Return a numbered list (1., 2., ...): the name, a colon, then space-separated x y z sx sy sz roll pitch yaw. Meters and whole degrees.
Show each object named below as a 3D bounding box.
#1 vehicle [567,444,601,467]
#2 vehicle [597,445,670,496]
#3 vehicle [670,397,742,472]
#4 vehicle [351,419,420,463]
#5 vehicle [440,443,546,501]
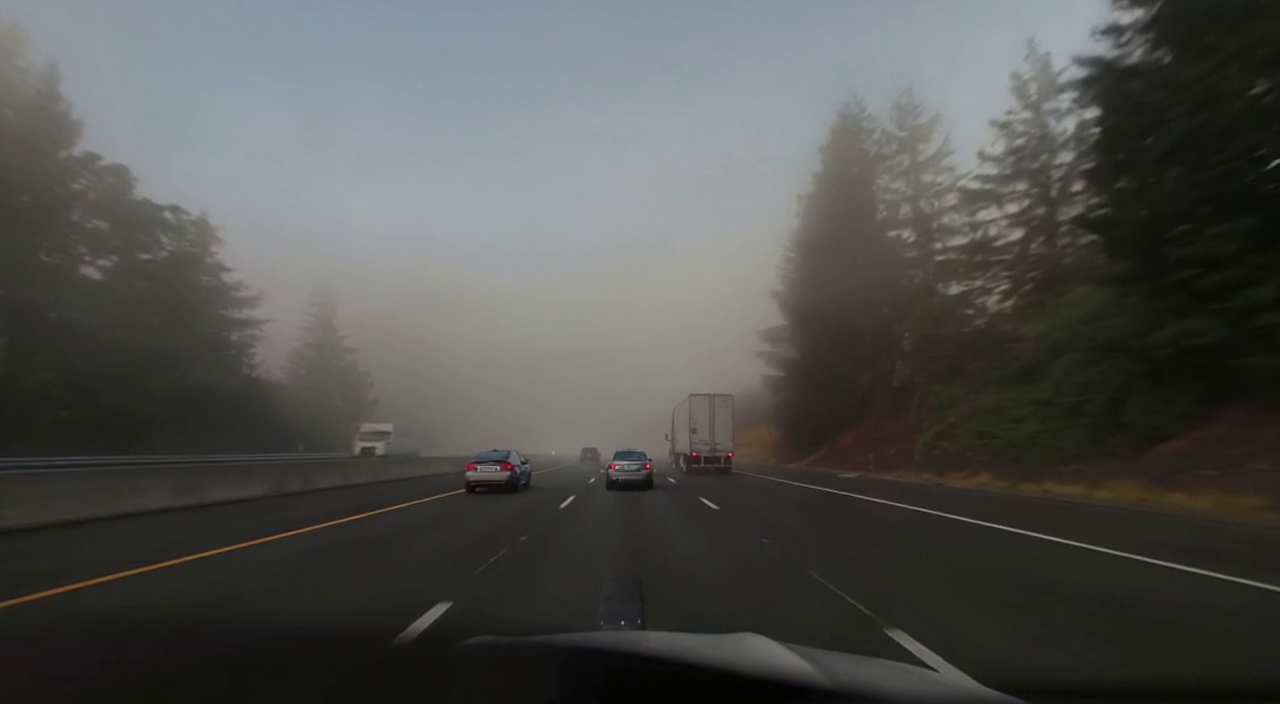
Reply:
1. vehicle: -4.294 7.984 48.799 2.232 1.688 4.844 0 -9 -1
2. vehicle: -0.221 3.584 19.448 2.023 1.400 4.028 0 -9 -1
3. vehicle: 3.939 5.624 41.737 2.905 4.109 14.332 0 -9 -1
4. vehicle: -16.884 6.011 42.219 2.204 2.696 5.896 0 -9 -1
5. vehicle: -4.085 3.402 18.333 2.017 1.460 4.382 0 -9 0
